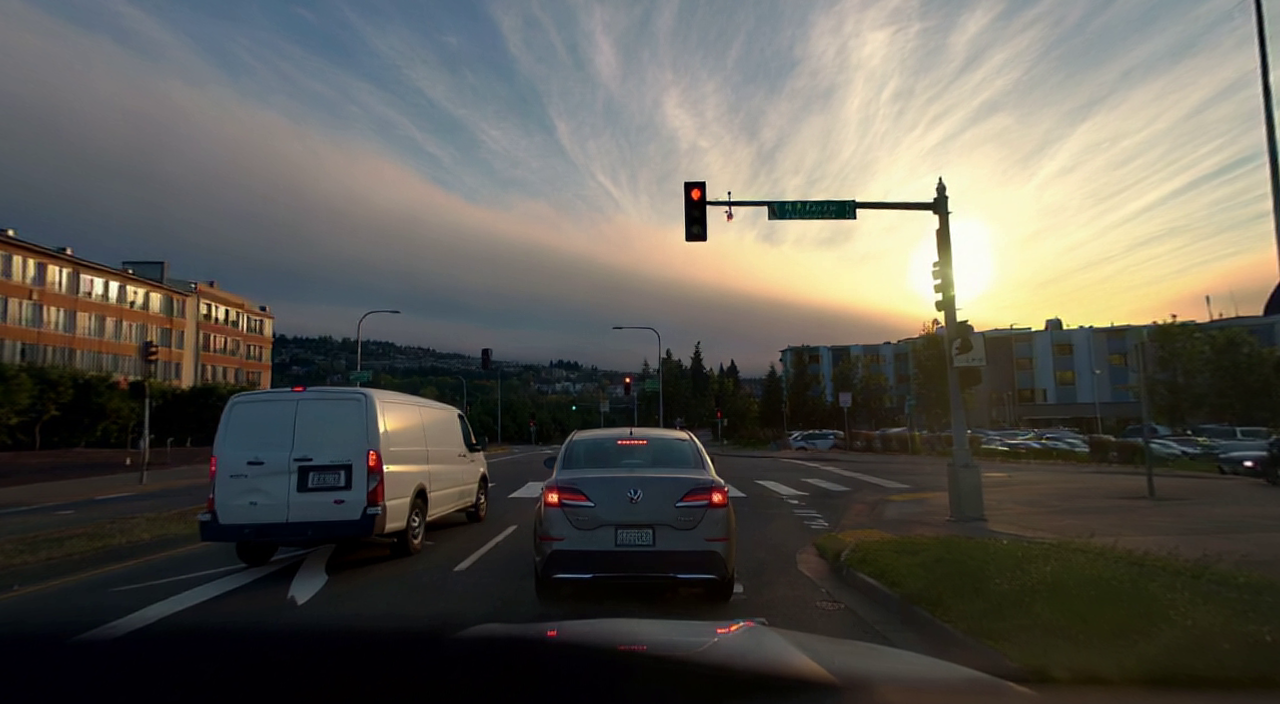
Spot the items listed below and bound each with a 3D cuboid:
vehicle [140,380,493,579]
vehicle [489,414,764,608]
[{"bbox_3d":[-3.585,1.513,8.421,2.076,1.820,5.100,0,-8,-1],"label":"vehicle"},{"bbox_3d":[-0.110,1.466,6.775,2.064,1.452,3.942,0,-8,0],"label":"vehicle"}]
